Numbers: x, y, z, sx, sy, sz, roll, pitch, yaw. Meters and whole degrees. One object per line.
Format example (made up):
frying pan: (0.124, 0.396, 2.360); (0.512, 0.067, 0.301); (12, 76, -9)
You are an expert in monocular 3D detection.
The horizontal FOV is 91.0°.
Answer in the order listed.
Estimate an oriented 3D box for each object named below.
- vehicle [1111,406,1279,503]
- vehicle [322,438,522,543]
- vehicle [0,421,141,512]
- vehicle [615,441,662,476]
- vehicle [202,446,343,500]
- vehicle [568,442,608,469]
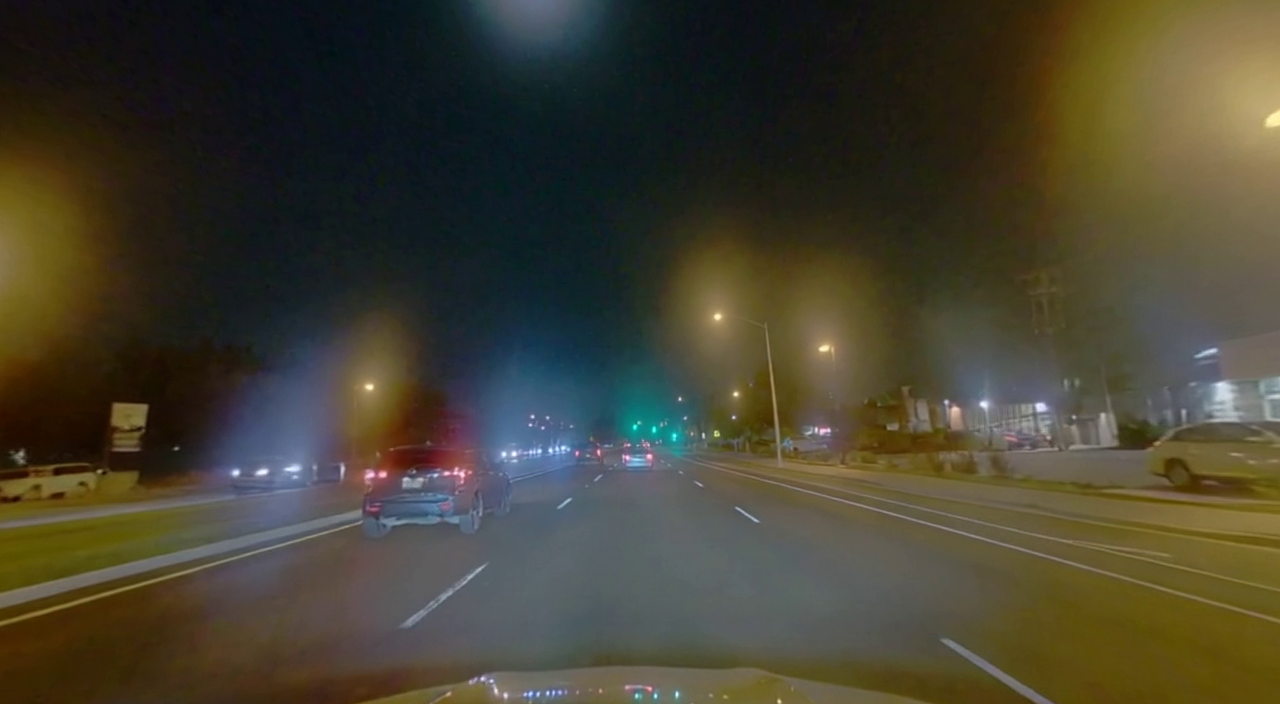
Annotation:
vehicle: (12.878, 2.131, 13.198); (2.072, 1.769, 5.000); (0, -9, -1)
vehicle: (-3.555, 2.333, 11.278); (2.003, 1.488, 4.282); (0, -9, 0)
vehicle: (-22.985, 4.552, 25.552); (2.843, 3.351, 3.542); (2, -9, -15)
vehicle: (-0.077, 4.895, 29.101); (2.019, 1.459, 4.005); (0, -9, -1)
vehicle: (-12.301, 4.036, 21.513); (2.075, 1.636, 4.464); (0, -9, 1)
vehicle: (-3.010, 6.160, 37.490); (1.939, 1.496, 4.309); (0, -9, 1)
